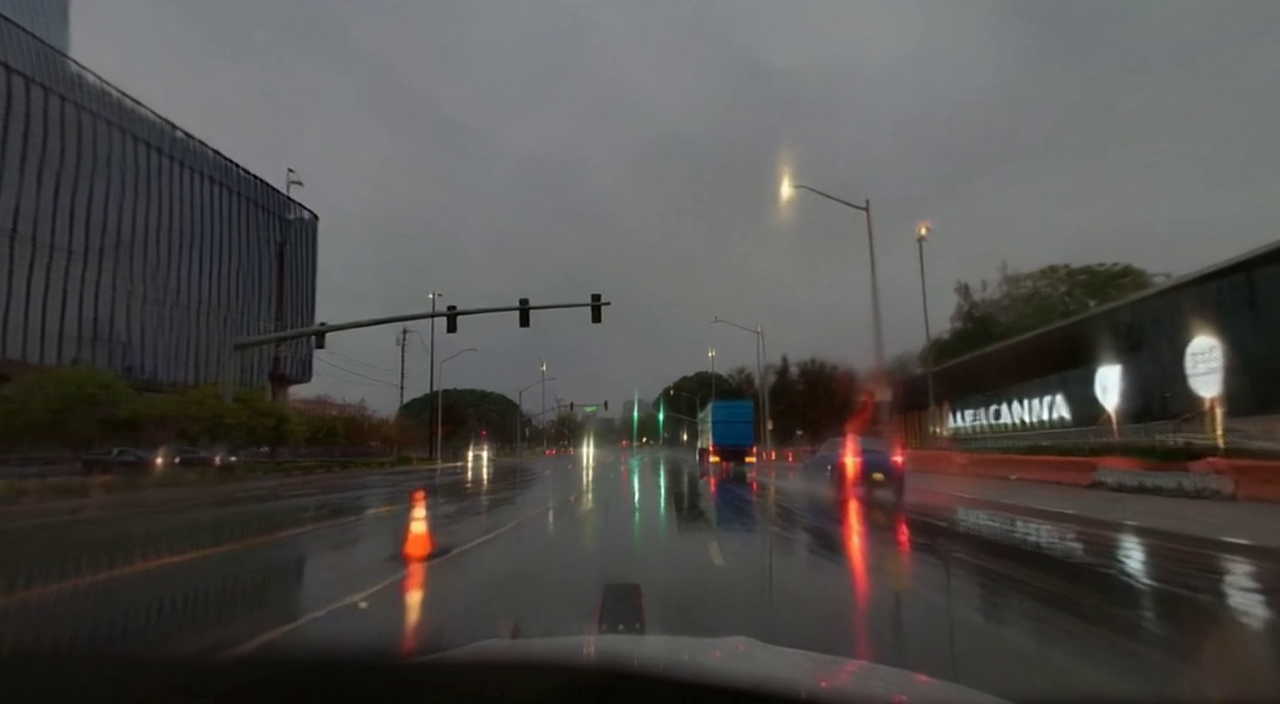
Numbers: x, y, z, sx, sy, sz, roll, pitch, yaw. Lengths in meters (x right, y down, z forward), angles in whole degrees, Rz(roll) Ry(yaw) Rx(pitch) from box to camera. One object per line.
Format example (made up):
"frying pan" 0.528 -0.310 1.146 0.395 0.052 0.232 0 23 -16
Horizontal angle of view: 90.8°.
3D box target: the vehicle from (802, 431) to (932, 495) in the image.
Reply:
"vehicle" 6.397 3.171 18.462 2.098 1.619 4.433 0 -8 -1

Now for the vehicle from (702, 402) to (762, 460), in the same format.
"vehicle" 6.739 6.105 47.864 3.176 3.913 9.805 0 -8 1

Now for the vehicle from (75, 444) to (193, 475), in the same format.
"vehicle" -25.278 5.379 31.679 4.237 1.490 1.901 0 -8 -2

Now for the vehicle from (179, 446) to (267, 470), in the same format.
"vehicle" -24.446 6.237 37.119 3.905 1.345 1.737 0 -8 -1
